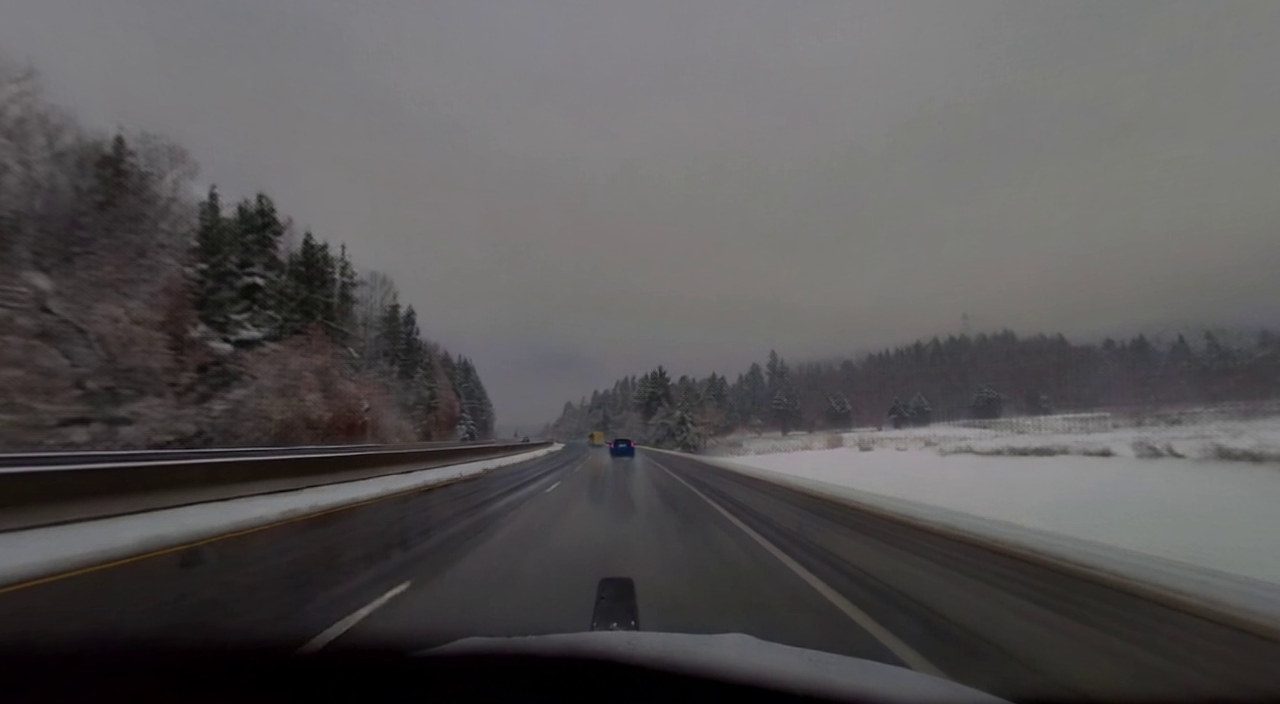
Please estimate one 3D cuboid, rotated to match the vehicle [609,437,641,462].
[{"bbox_3d":[-1.027,6.342,41.186,2.004,1.515,3.968,0,-8,-3],"label":"vehicle"}]
